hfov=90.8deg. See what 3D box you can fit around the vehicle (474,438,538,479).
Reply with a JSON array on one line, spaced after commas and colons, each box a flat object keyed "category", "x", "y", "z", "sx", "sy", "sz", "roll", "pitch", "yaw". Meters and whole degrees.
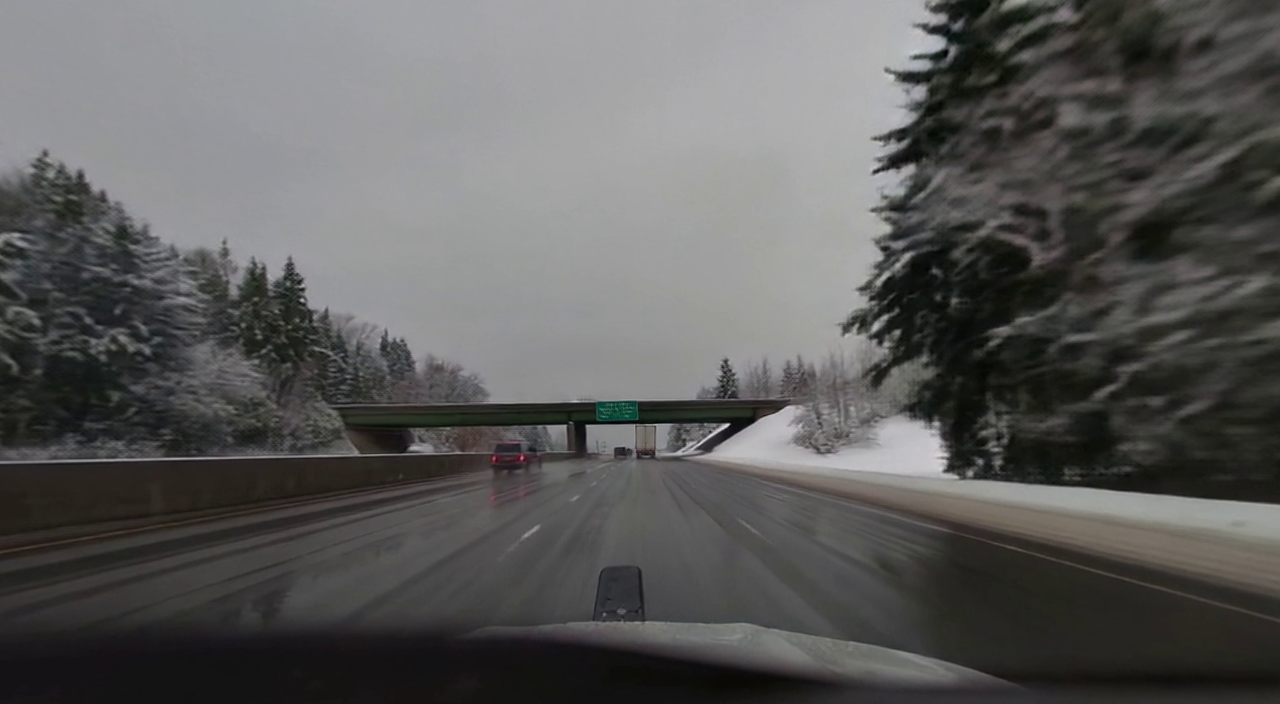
[{"category": "vehicle", "x": -6.840, "y": 5.489, "z": 32.860, "sx": 2.195, "sy": 1.940, "sz": 5.154, "roll": 0, "pitch": -9, "yaw": 0}]
